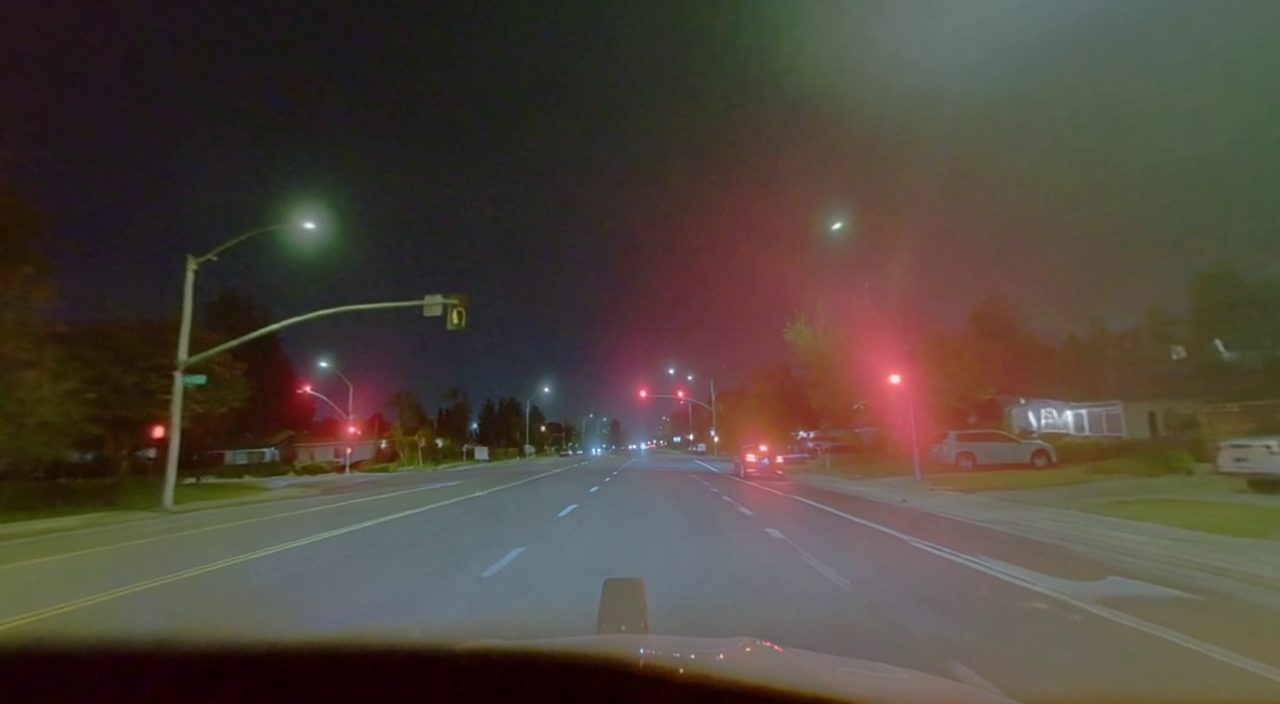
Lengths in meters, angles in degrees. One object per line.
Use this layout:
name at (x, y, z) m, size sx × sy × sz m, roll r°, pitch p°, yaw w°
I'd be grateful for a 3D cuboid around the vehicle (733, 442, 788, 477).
vehicle at (5.767, 5.212, 30.725) m, size 1.950 × 1.567 × 4.083 m, roll 0°, pitch -9°, yaw 1°

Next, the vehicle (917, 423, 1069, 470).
vehicle at (13.412, 3.631, 24.184) m, size 4.474 × 1.710 × 2.148 m, roll 0°, pitch -9°, yaw 1°
